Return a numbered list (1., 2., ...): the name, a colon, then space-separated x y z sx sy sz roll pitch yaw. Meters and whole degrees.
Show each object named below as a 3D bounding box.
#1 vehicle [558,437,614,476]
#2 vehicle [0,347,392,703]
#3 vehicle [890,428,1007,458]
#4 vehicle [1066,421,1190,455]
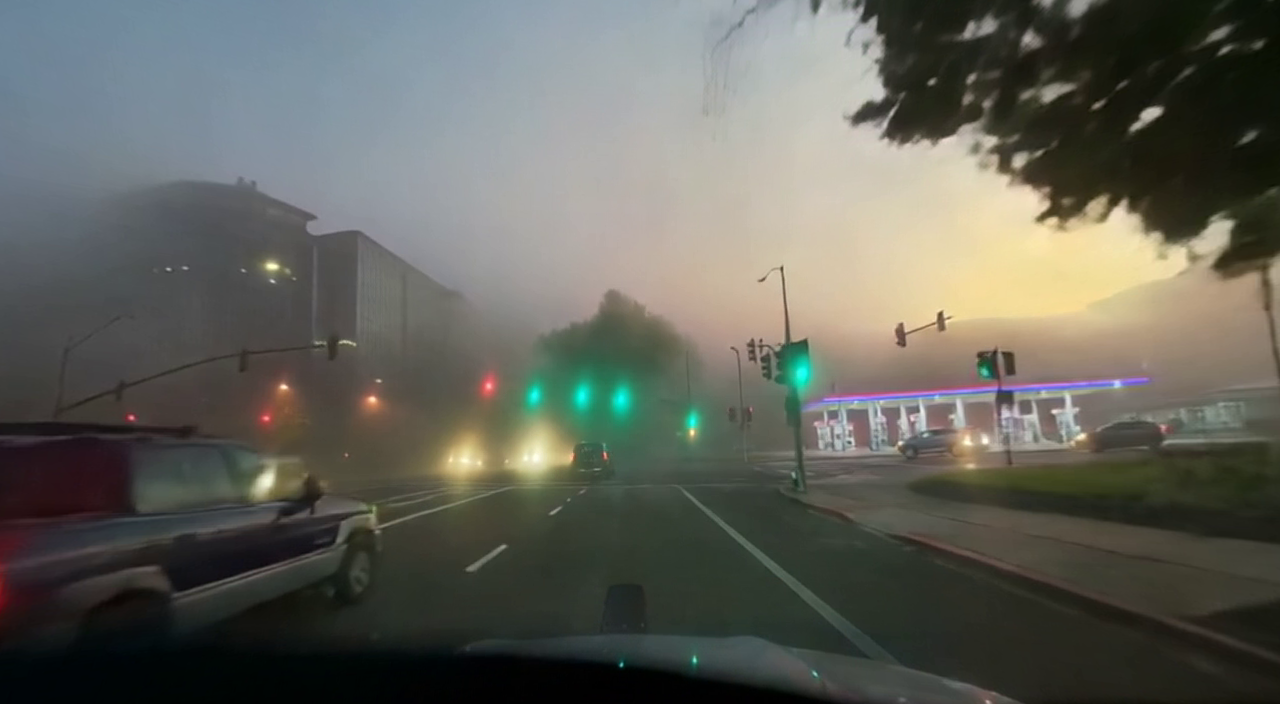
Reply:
1. vehicle: -3.081 6.160 37.546 2.602 2.091 6.347 -1 -8 1
2. vehicle: -3.402 1.049 3.550 2.183 1.731 4.338 -1 -8 1
3. vehicle: 17.395 5.190 35.897 5.708 1.585 2.070 -4 -8 20
4. vehicle: 25.507 4.526 33.135 4.700 1.579 1.823 -5 -8 19
